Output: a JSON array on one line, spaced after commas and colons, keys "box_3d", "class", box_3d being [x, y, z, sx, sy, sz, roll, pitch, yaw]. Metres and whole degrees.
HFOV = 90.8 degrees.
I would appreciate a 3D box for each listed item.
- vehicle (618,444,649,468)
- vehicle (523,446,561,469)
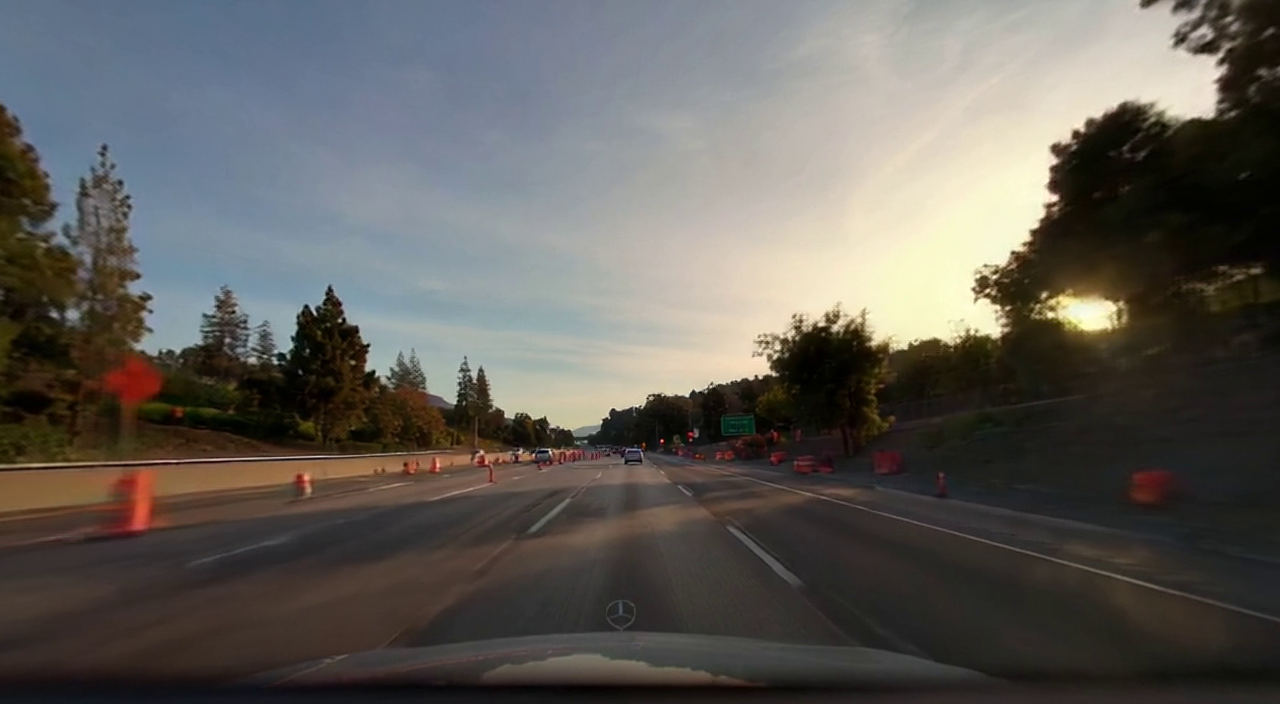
[{"box_3d": [-0.446, 7.385, 44.999, 2.109, 1.638, 3.856, 0, -9, -1], "class": "vehicle"}, {"box_3d": [-6.734, 7.278, 43.722, 1.997, 1.507, 4.248, 0, -9, 0], "class": "vehicle"}]
